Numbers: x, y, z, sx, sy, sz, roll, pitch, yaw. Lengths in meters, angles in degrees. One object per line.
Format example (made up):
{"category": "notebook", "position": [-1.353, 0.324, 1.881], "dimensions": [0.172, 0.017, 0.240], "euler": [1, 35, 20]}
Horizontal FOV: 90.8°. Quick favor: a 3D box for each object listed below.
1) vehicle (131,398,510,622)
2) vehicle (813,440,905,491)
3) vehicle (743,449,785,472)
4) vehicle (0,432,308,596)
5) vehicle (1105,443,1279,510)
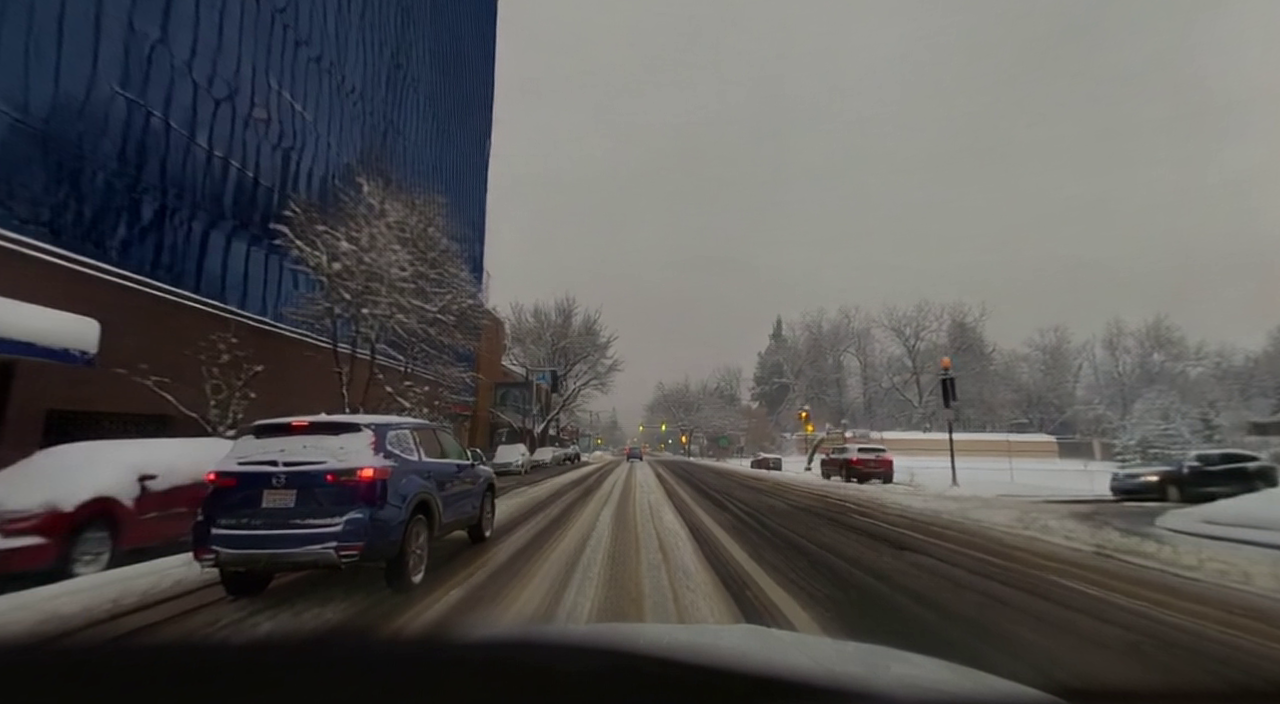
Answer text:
{"category": "vehicle", "position": [-2.992, 1.571, 7.262], "dimensions": [2.002, 1.756, 4.366], "euler": [0, -8, 1]}
{"category": "vehicle", "position": [9.300, 4.828, 27.432], "dimensions": [2.129, 1.929, 5.537], "euler": [0, -8, 1]}
{"category": "vehicle", "position": [8.818, 7.743, 45.297], "dimensions": [1.954, 1.478, 4.625], "euler": [0, -8, -2]}
{"category": "vehicle", "position": [-6.868, 1.975, 8.720], "dimensions": [2.095, 1.641, 4.484], "euler": [0, -8, 0]}
{"category": "vehicle", "position": [17.148, 3.681, 18.942], "dimensions": [4.693, 1.827, 2.098], "euler": [1, -9, 0]}
